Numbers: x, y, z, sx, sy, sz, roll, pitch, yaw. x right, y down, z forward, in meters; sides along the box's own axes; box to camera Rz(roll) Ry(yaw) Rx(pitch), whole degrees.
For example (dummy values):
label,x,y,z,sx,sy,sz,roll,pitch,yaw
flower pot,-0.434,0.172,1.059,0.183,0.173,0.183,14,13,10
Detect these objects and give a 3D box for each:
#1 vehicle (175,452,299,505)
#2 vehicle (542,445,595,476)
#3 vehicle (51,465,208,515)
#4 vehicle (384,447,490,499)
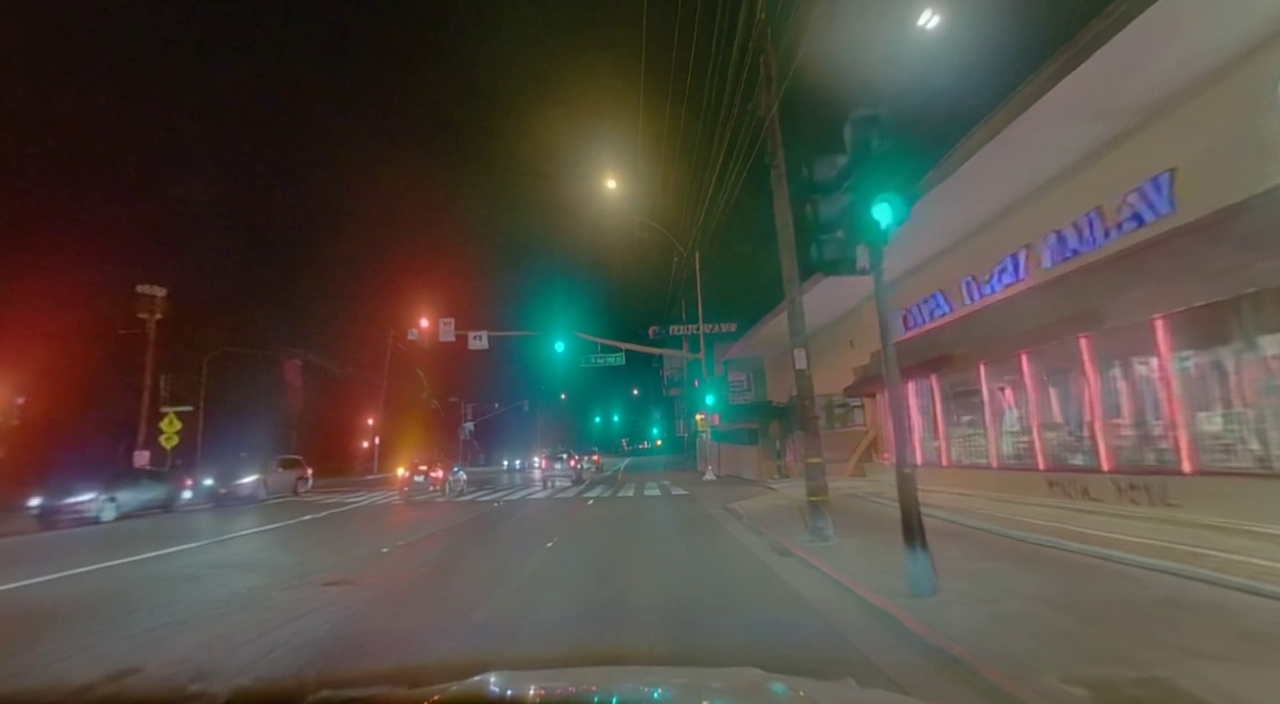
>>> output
label,x,y,z,sx,sy,sz,roll,pitch,yaw
vehicle,-15.641,4.897,24.758,2.139,1.692,4.099,-4,-9,1
vehicle,-3.576,5.488,32.148,2.147,1.472,4.406,0,-9,0
vehicle,-18.883,5.091,23.650,1.861,1.493,4.754,0,-9,1
vehicle,-6.519,3.920,20.876,1.960,1.479,4.654,0,-9,0
